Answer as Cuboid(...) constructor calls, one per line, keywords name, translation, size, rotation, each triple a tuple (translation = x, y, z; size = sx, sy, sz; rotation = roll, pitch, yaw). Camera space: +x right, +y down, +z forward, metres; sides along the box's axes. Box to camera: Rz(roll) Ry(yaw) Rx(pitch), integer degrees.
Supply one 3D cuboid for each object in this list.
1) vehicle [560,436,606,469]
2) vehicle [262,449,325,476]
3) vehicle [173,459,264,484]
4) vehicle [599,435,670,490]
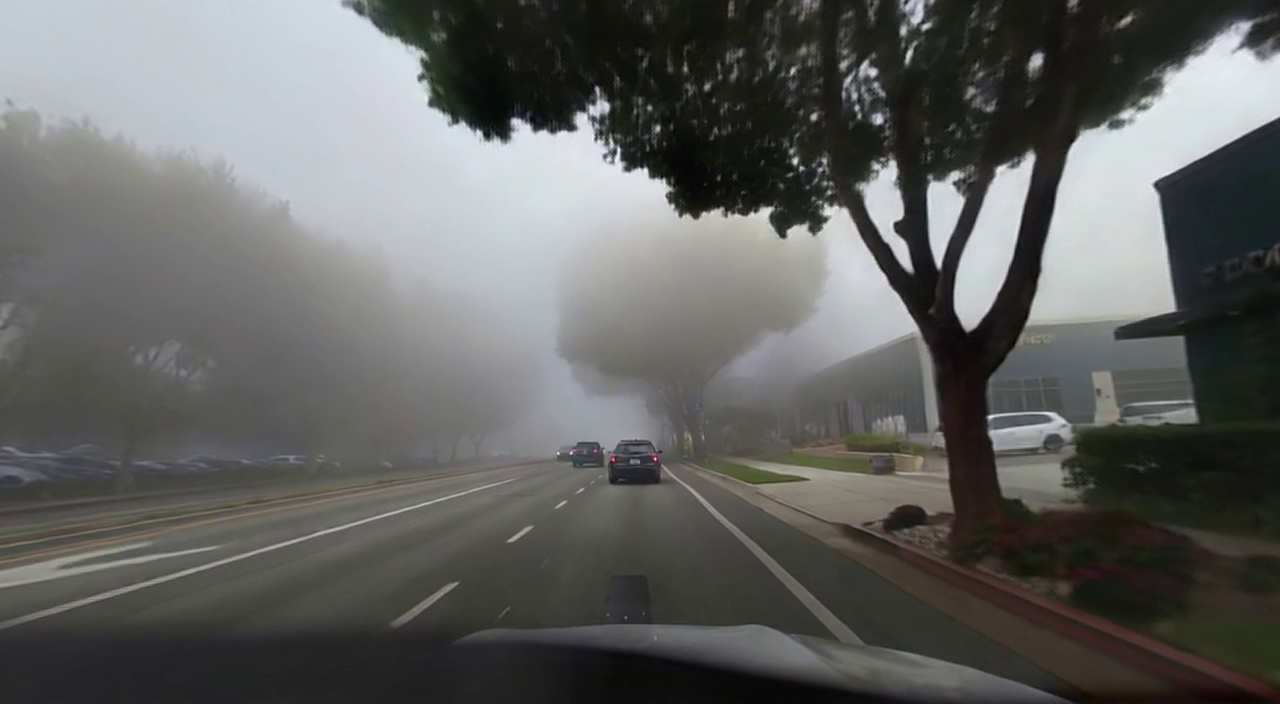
Cuboid(name="vehicle", translation=(-3.303, 5.975, 37.727), size=(2.064, 1.859, 5.154), rotation=(0, -8, 2))
Cuboid(name="vehicle", translation=(-24.489, 7.804, 44.747), size=(1.791, 1.724, 4.432), rotation=(0, -8, 2))
Cuboid(name="vehicle", translation=(-26.339, 7.450, 39.442), size=(4.553, 1.479, 1.768), rotation=(-1, -9, 7))
Cuboid(name="vehicle", translation=(-0.149, 3.613, 21.026), size=(2.108, 1.612, 4.246), rotation=(0, -8, 0))
